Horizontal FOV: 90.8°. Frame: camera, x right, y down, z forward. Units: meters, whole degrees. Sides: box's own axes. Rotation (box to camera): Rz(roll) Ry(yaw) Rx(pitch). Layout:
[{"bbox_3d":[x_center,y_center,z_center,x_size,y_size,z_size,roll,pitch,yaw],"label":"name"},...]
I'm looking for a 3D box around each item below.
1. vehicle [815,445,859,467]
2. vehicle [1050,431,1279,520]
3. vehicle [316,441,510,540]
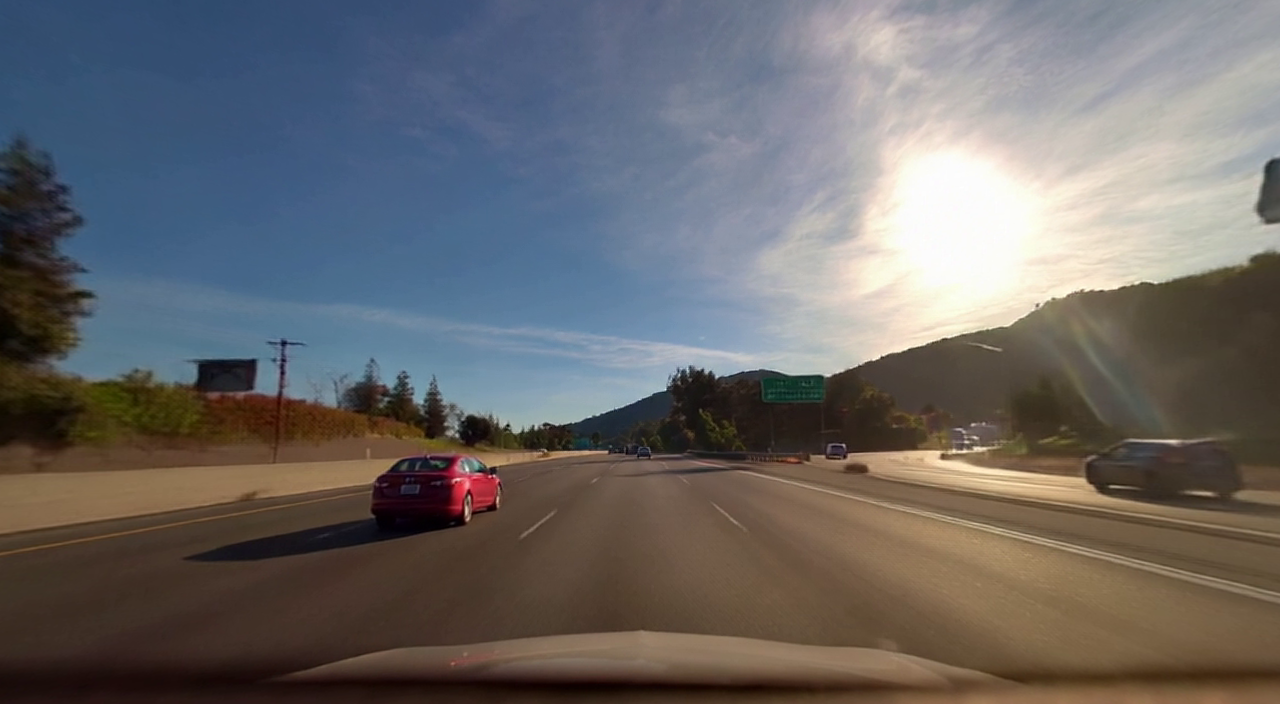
[{"bbox_3d":[13.854,7.347,44.622,1.805,1.427,4.447,-1,-9,2],"label":"vehicle"},{"bbox_3d":[10.872,2.436,12.999,1.884,1.485,4.600,-1,-9,3],"label":"vehicle"},{"bbox_3d":[-3.852,2.417,11.692,1.873,1.438,4.546,-1,-9,1],"label":"vehicle"}]
